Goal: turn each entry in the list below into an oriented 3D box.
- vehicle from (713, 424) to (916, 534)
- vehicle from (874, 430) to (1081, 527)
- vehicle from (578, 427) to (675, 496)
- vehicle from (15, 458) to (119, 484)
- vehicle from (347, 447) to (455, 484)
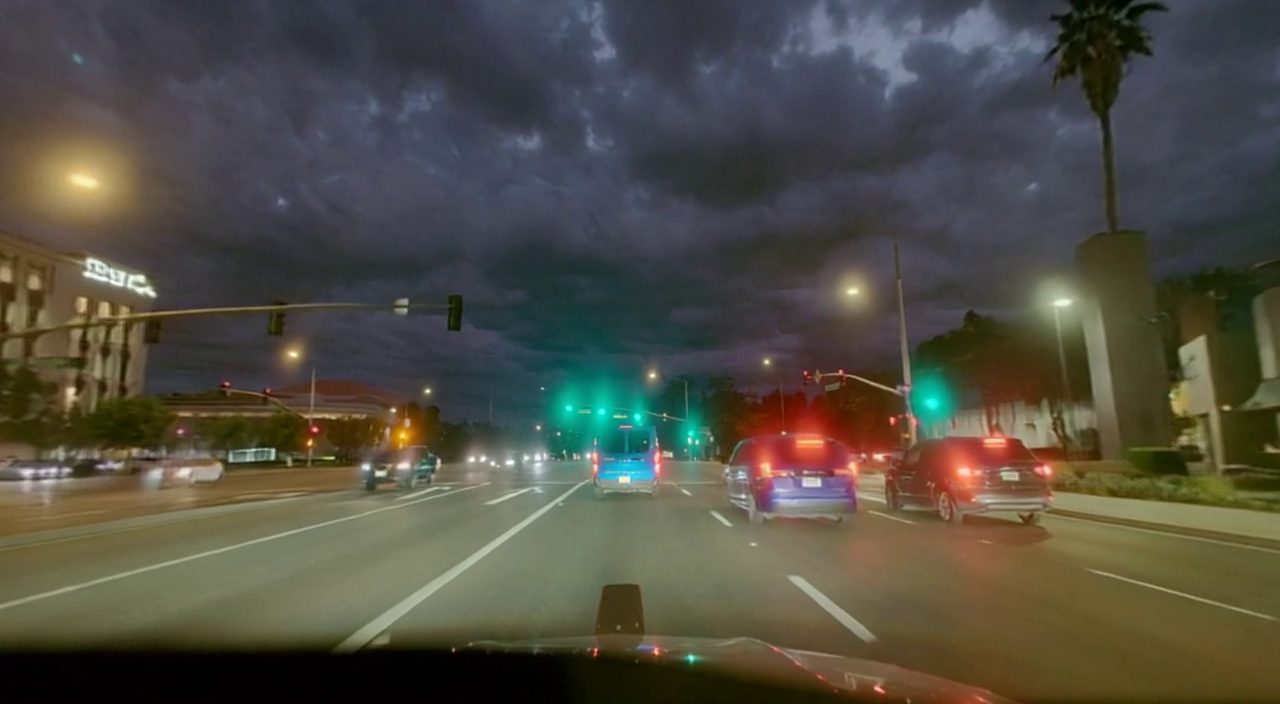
[{"bbox_3d":[3.087,2.397,12.595,2.462,1.736,4.899,0,-9,-2],"label":"vehicle"},{"bbox_3d":[7.124,2.696,14.041,2.023,1.771,4.488,0,-9,-1],"label":"vehicle"},{"bbox_3d":[-0.522,3.655,21.478,2.848,1.991,5.706,0,-9,-3],"label":"vehicle"},{"bbox_3d":[-38.627,8.000,42.722,4.644,1.622,2.315,0,-9,-3],"label":"vehicle"},{"bbox_3d":[-11.500,5.405,30.418,4.681,1.653,2.109,-4,-9,25],"label":"vehicle"}]
